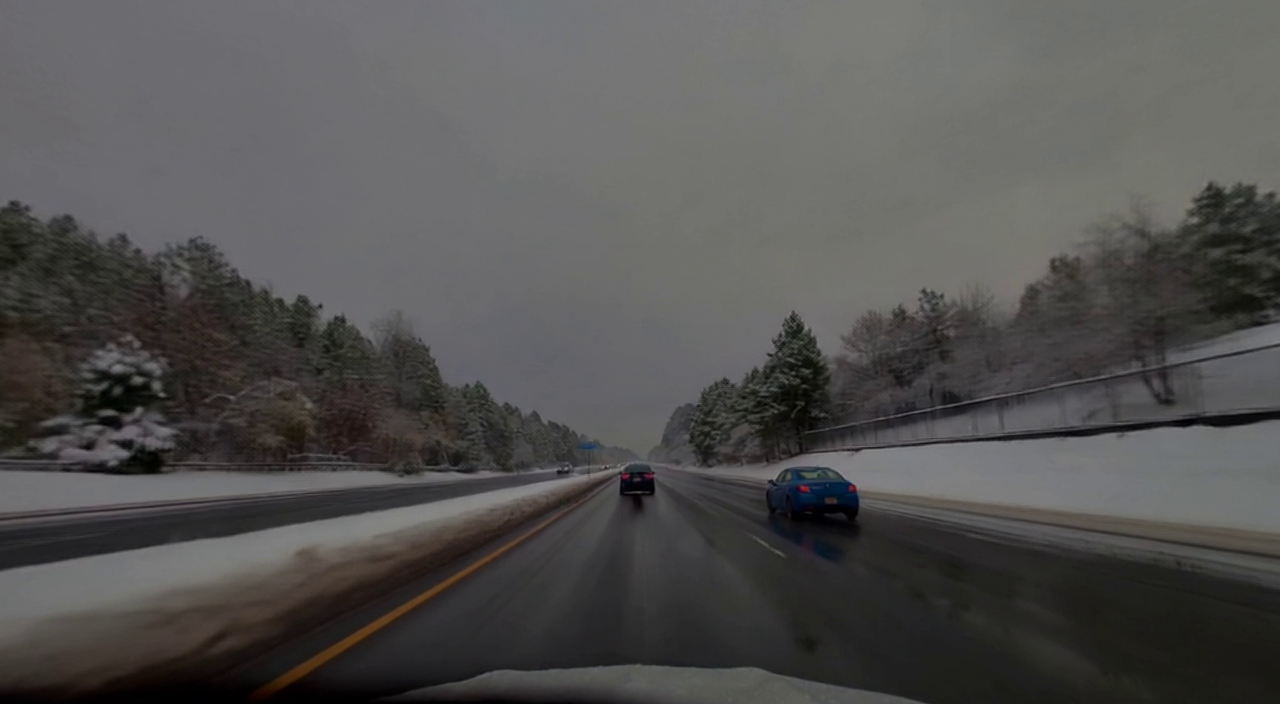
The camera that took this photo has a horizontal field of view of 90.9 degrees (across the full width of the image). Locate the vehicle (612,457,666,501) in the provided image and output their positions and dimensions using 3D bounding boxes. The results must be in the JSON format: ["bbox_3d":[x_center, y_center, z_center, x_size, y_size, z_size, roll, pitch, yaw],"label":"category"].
[{"bbox_3d":[-0.027,5.201,25.888,2.037,1.605,3.833,1,-11,0],"label":"vehicle"}]

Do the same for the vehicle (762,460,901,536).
[{"bbox_3d":[4.291,3.351,14.861,1.938,1.494,4.032,1,-11,-1],"label":"vehicle"}]
